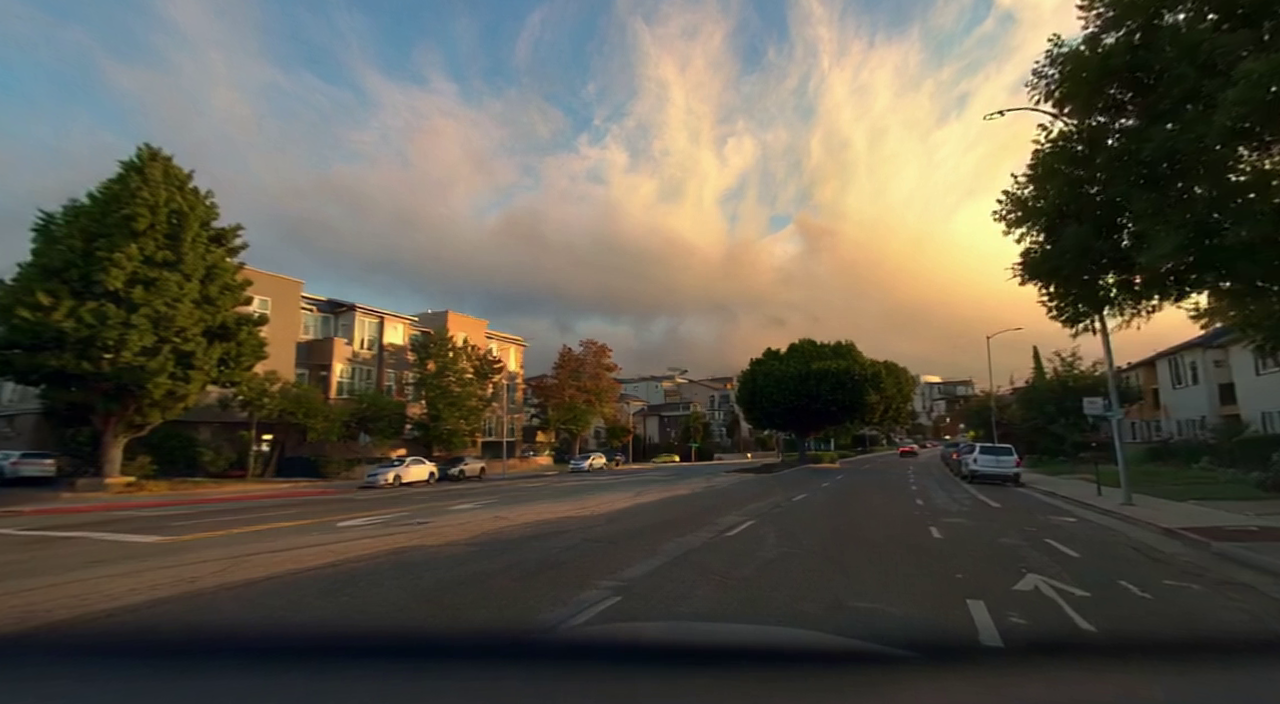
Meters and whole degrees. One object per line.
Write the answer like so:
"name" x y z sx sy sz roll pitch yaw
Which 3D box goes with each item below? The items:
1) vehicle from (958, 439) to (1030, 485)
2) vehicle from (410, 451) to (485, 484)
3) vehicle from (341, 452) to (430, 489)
"vehicle" 13.959 4.323 25.098 2.011 1.649 4.001 -4 -9 23
"vehicle" -11.344 6.785 37.390 1.886 1.777 4.273 -4 -9 23
"vehicle" -13.125 6.115 32.844 1.809 1.677 4.253 -3 -9 21
